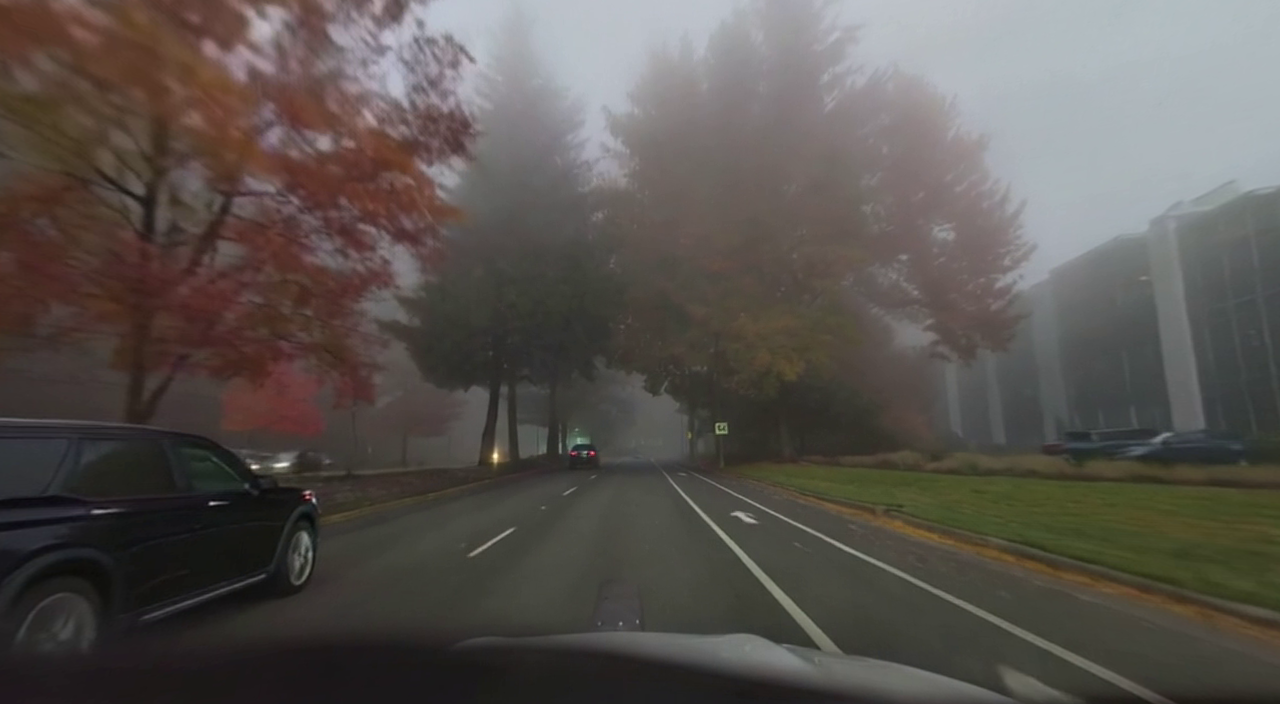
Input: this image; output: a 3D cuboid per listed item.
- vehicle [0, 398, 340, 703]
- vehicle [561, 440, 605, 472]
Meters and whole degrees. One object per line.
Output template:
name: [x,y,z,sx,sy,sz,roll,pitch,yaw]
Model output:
vehicle: [-3.933,1.132,3.932,1.923,1.528,4.309,0,-9,1]
vehicle: [-3.361,6.246,37.978,2.112,1.779,4.489,1,-9,1]
